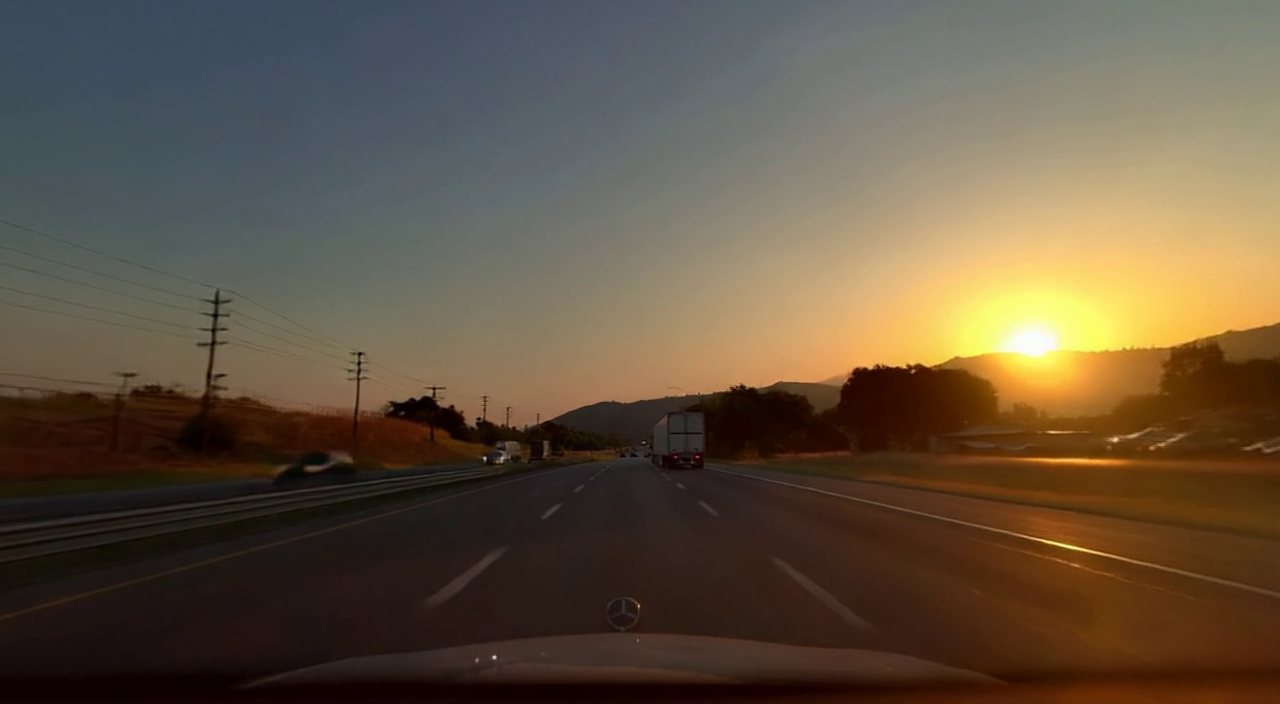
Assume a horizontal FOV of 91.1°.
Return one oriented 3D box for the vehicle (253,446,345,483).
[{"bbox_3d":[-15.575,5.133,28.989,1.870,1.543,4.152,0,-9,0],"label":"vehicle"}]
